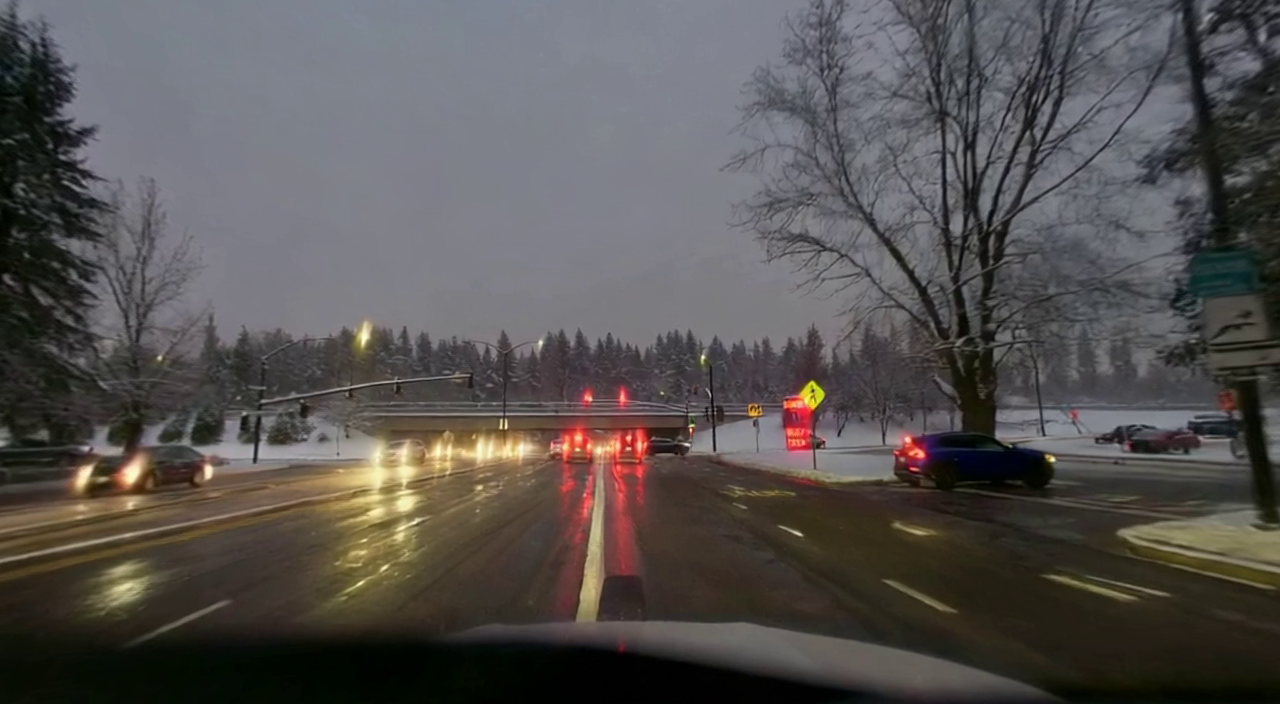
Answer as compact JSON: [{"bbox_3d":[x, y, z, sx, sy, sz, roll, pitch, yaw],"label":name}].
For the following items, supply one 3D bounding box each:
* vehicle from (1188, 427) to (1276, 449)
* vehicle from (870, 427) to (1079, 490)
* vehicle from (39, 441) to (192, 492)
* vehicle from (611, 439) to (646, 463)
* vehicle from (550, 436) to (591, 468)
[{"bbox_3d":[44.076,6.438,47.092,1.689,1.495,4.418,6,-10,-35],"label":"vehicle"},{"bbox_3d":[8.809,2.816,16.922,4.487,1.539,1.947,0,-8,-3],"label":"vehicle"},{"bbox_3d":[-21.111,4.594,25.811,1.984,1.855,5.137,0,-8,-2],"label":"vehicle"},{"bbox_3d":[-0.818,6.550,42.028,2.176,1.489,4.518,0,-8,-2],"label":"vehicle"},{"bbox_3d":[-3.706,5.451,34.636,2.057,1.610,4.891,0,-8,-4],"label":"vehicle"}]
